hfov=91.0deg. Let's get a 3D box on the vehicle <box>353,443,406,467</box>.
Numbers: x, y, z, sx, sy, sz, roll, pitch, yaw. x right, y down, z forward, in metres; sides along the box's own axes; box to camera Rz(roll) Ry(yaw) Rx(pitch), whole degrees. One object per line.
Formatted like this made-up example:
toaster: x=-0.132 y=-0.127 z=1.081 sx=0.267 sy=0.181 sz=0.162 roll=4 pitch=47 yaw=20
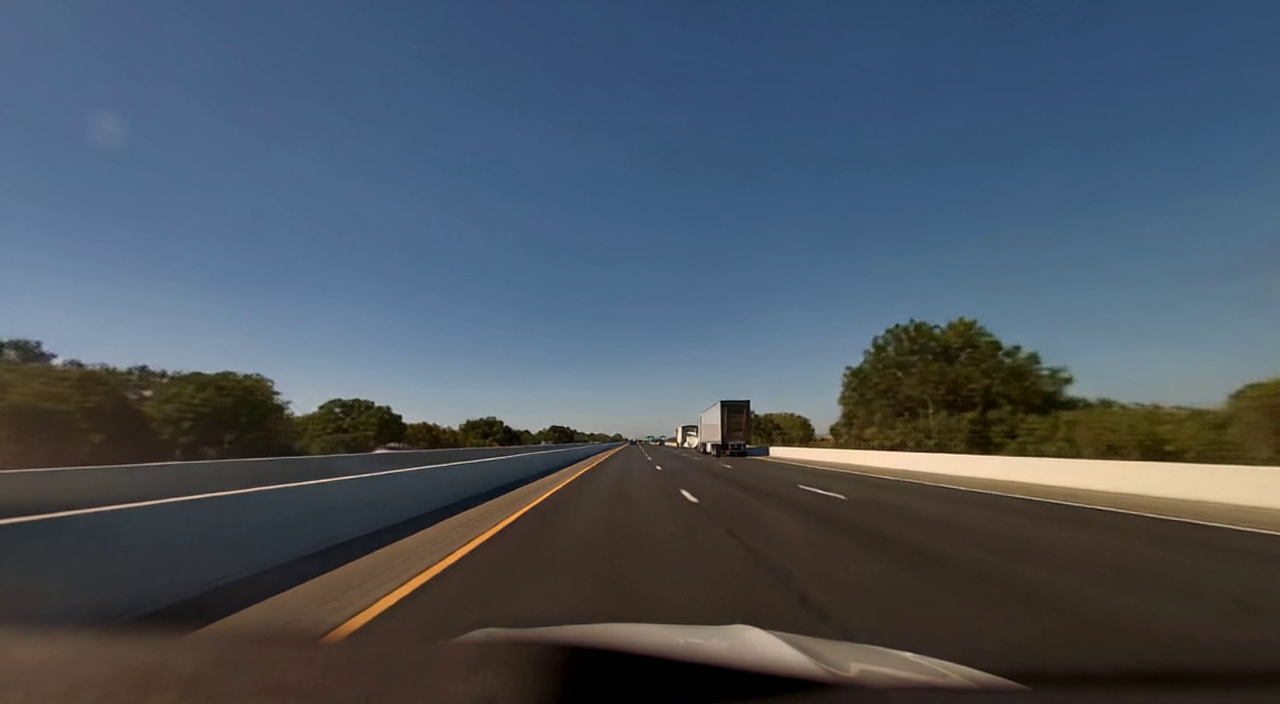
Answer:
vehicle: x=-16.054 y=6.361 z=38.970 sx=1.742 sy=1.396 sz=3.714 roll=0 pitch=-8 yaw=0
